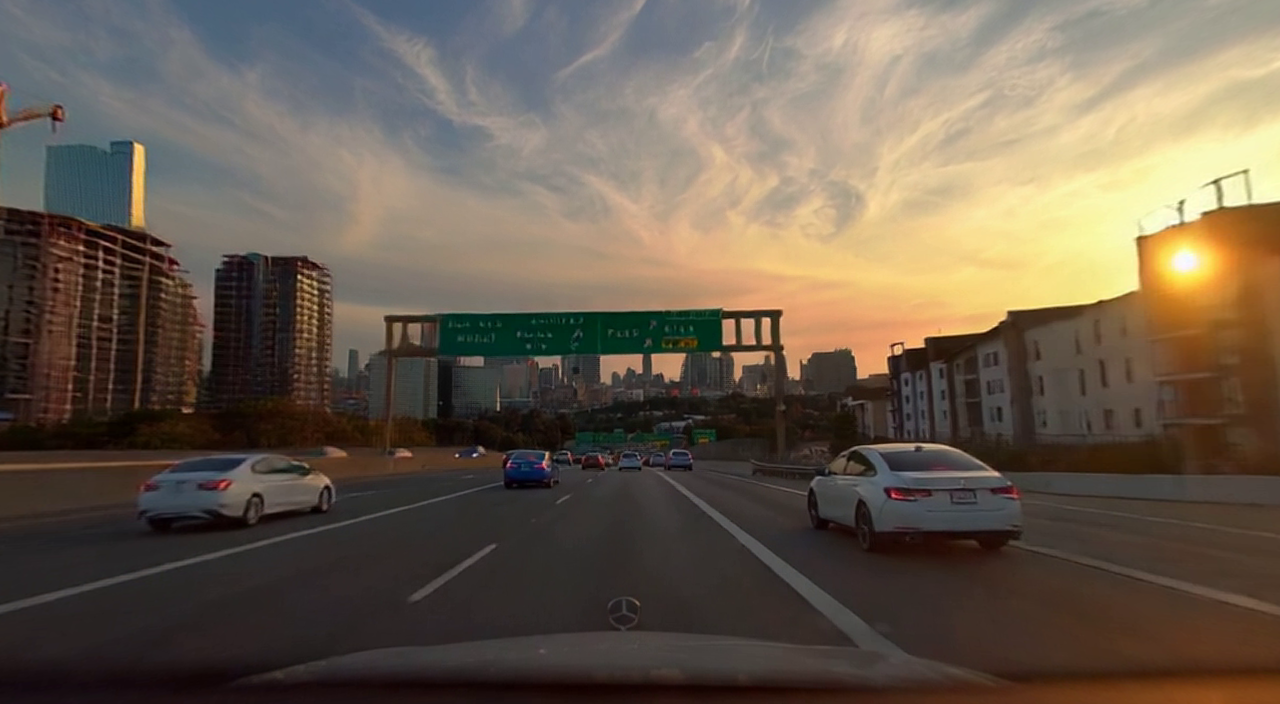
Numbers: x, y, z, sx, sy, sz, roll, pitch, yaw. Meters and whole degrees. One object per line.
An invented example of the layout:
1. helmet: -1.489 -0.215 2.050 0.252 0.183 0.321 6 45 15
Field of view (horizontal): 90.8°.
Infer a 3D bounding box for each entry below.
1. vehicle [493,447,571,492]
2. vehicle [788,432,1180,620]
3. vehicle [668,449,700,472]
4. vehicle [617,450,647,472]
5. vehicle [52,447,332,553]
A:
1. vehicle: -3.984 4.402 24.079 2.136 1.512 4.488 0 -9 1
2. vehicle: 3.328 1.749 7.416 1.995 1.486 4.463 0 -9 -1
3. vehicle: 3.263 8.181 47.855 1.978 1.602 4.092 0 -9 -2
4. vehicle: -0.586 7.776 45.118 2.019 1.472 3.971 0 -9 -1
5. vehicle: -7.606 2.494 11.413 1.951 1.528 4.209 0 -9 0
